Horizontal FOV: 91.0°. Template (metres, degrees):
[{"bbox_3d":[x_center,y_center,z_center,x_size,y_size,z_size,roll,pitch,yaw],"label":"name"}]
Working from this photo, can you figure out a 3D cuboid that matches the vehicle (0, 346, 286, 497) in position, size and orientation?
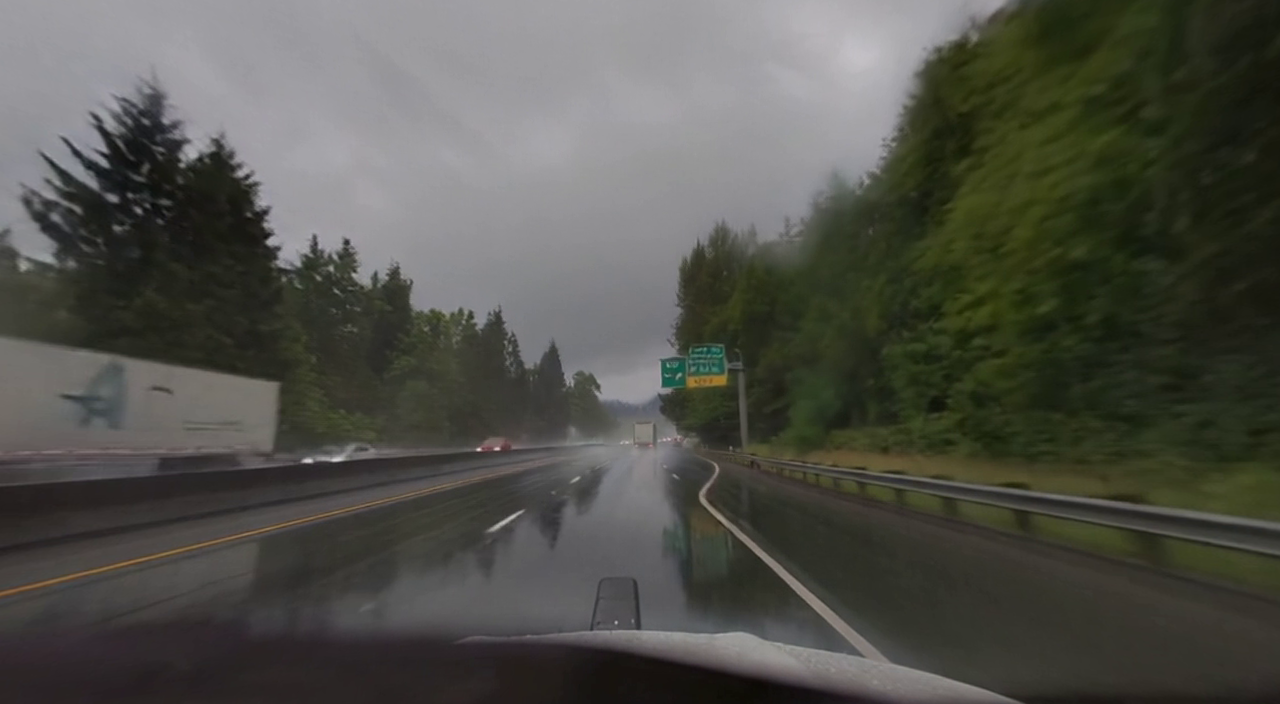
[{"bbox_3d":[-15.380,2.365,20.574,2.832,3.910,8.114,-1,-8,0],"label":"vehicle"}]

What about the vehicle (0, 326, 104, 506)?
[{"bbox_3d":[-15.318,1.029,11.089,2.921,3.864,9.988,0,-8,0],"label":"vehicle"}]
